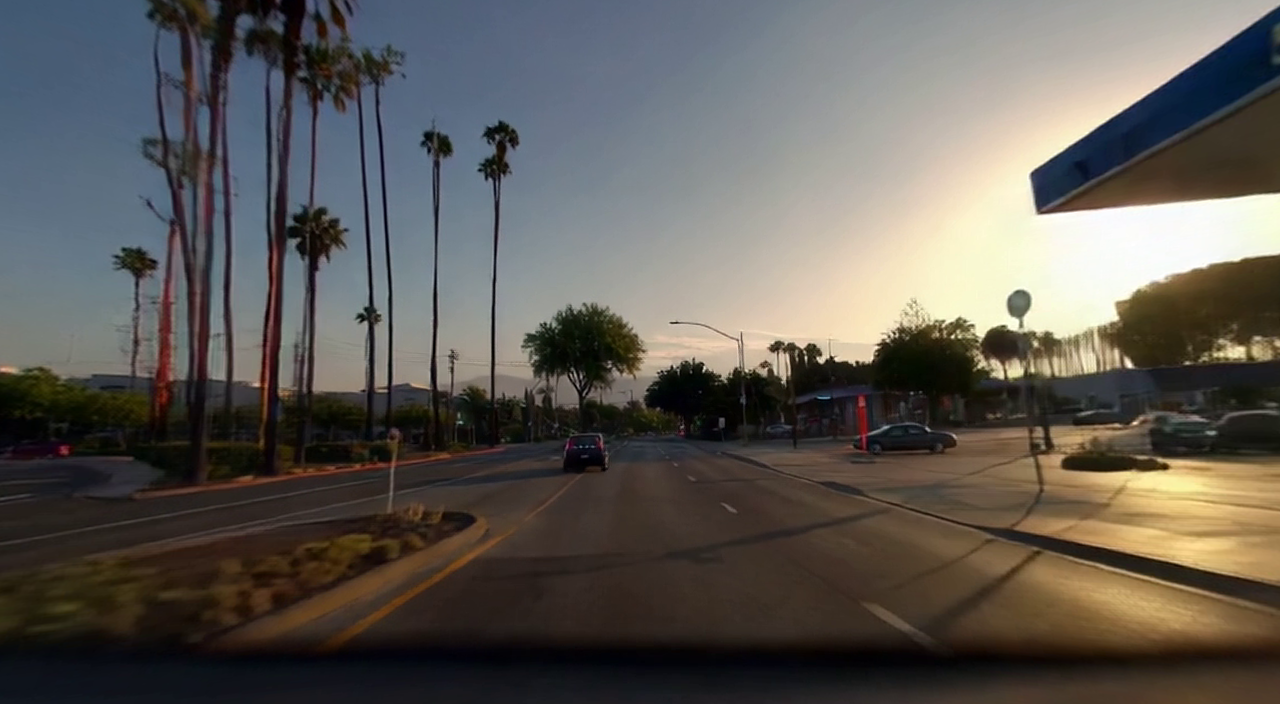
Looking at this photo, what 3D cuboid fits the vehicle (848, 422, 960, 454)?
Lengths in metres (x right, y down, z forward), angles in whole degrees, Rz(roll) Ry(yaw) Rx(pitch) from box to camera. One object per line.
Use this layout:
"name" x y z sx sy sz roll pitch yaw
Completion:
"vehicle" 14.615 4.812 35.150 5.317 1.700 1.901 0 -8 0

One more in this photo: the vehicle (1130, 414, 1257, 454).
"vehicle" 27.091 4.037 31.024 4.381 1.892 1.942 0 -8 -2

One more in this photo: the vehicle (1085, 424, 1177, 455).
"vehicle" 27.478 4.932 35.424 3.685 1.459 1.685 3 -12 1

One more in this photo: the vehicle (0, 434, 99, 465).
"vehicle" -42.724 6.970 45.332 5.483 2.119 2.194 1 -9 -6

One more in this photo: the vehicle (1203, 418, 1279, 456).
"vehicle" 28.644 3.859 28.609 4.377 1.633 1.834 0 -8 1

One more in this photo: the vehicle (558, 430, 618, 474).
"vehicle" -2.132 3.884 24.788 2.073 1.525 4.809 1 -8 -8
